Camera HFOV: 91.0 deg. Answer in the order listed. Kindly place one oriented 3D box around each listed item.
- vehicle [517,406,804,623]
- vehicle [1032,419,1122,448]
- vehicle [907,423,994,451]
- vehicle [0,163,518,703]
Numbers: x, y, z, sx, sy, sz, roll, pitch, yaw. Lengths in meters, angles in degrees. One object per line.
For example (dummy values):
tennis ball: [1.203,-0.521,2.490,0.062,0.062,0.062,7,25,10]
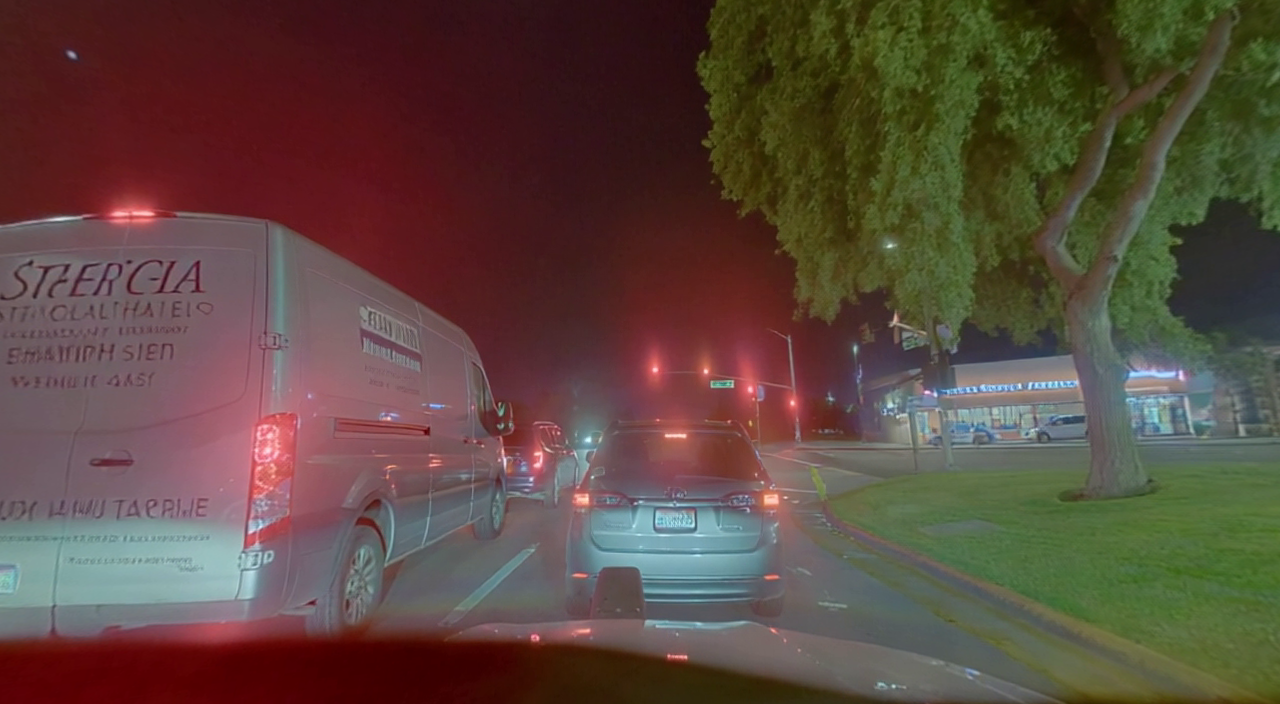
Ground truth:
vehicle: [0.314,1.666,7.471,2.398,1.773,4.254,-1,-8,4]
vehicle: [32.000,6.026,46.171,5.084,2.041,2.360,1,-9,-9]
vehicle: [21.944,6.042,44.590,5.021,1.848,2.210,1,-9,-9]
vehicle: [-3.072,0.893,6.025,2.555,3.035,5.702,0,-8,1]
